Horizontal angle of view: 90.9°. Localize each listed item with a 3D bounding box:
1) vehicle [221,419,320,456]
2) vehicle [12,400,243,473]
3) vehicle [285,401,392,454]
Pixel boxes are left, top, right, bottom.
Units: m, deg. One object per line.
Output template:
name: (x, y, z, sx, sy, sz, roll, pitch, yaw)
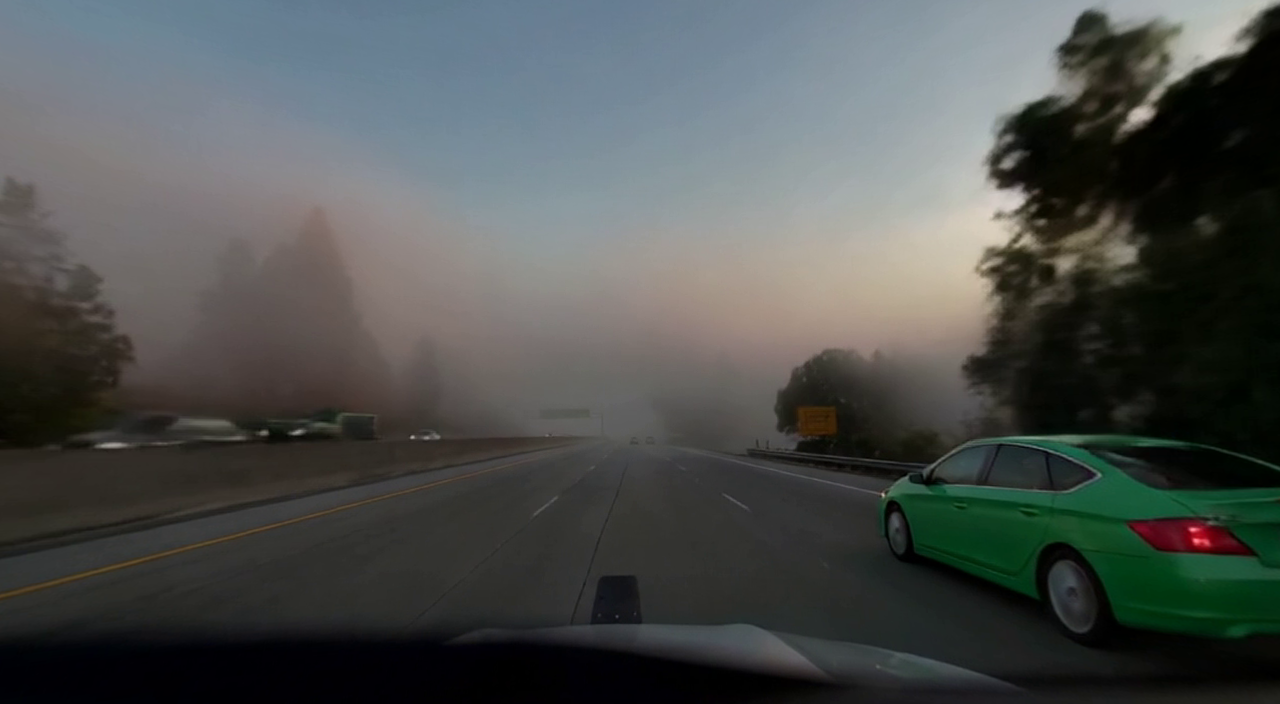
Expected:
vehicle: (-15.949, 3.740, 27.476, 1.816, 1.502, 4.194, 0, -8, -1)
vehicle: (-12.158, 2.088, 15.471, 1.906, 1.530, 4.488, 0, -8, 0)
vehicle: (-16.101, 4.139, 34.208, 2.605, 2.606, 6.292, 0, -8, 0)
